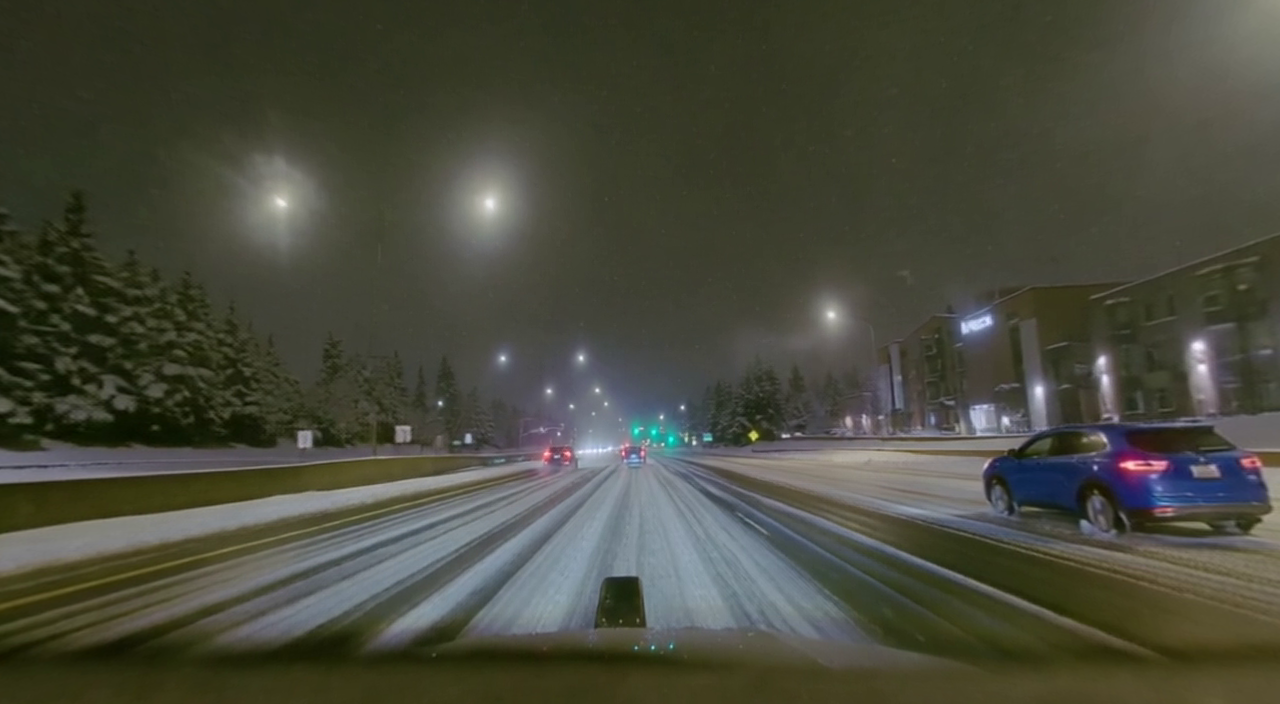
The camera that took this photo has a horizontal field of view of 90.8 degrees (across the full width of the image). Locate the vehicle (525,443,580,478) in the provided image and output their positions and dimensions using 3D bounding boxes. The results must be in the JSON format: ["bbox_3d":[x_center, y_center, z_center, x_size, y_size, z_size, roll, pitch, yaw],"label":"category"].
[{"bbox_3d":[-3.942,5.000,29.348,1.886,1.465,4.625,0,-9,0],"label":"vehicle"}]

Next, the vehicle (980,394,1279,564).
[{"bbox_3d":[7.322,1.704,9.177,2.028,1.801,4.741,0,-9,-1],"label":"vehicle"}]

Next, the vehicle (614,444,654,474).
[{"bbox_3d":[-0.353,5.638,33.504,1.997,1.485,4.094,0,-9,-1],"label":"vehicle"}]
